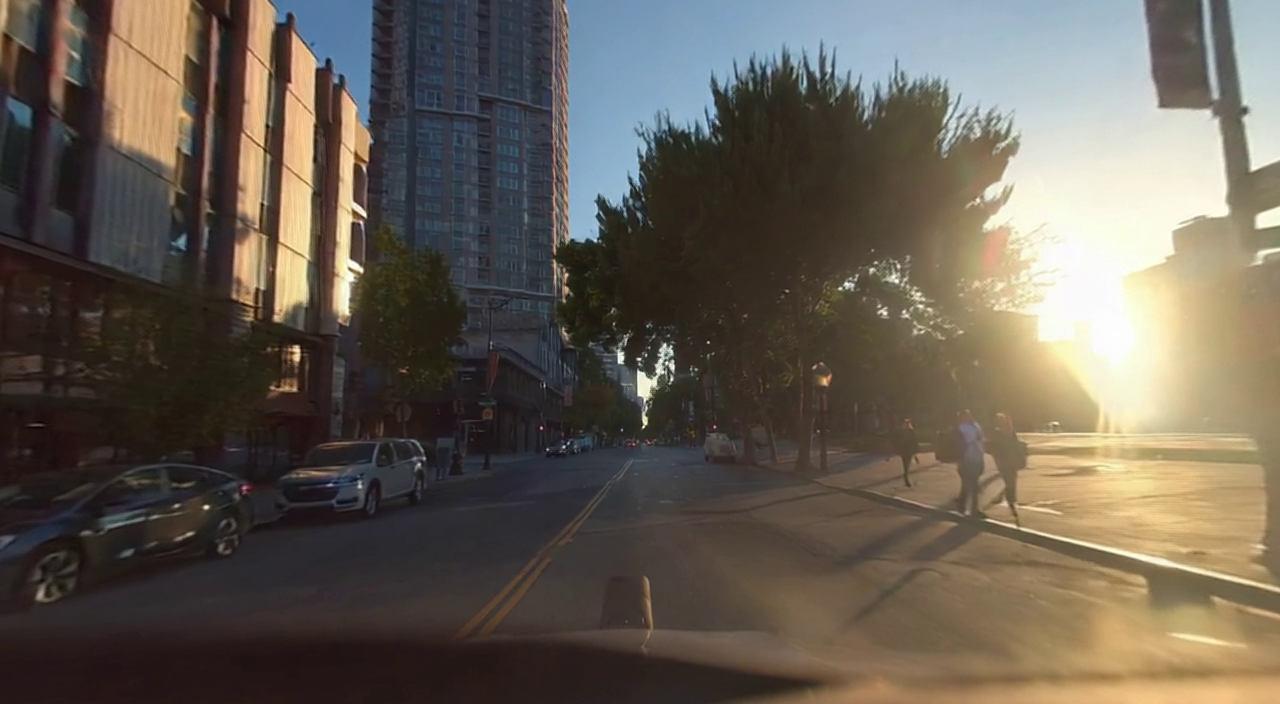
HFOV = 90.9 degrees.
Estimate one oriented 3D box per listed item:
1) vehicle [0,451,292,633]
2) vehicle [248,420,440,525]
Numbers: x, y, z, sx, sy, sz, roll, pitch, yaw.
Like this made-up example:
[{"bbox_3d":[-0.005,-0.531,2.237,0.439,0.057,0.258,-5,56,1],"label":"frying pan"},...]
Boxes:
[{"bbox_3d":[-6.739,2.089,7.832,2.270,1.539,4.855,-4,-9,-2],"label":"vehicle"},{"bbox_3d":[-6.578,2.721,14.795,2.273,1.871,4.920,-4,-9,-2],"label":"vehicle"}]
